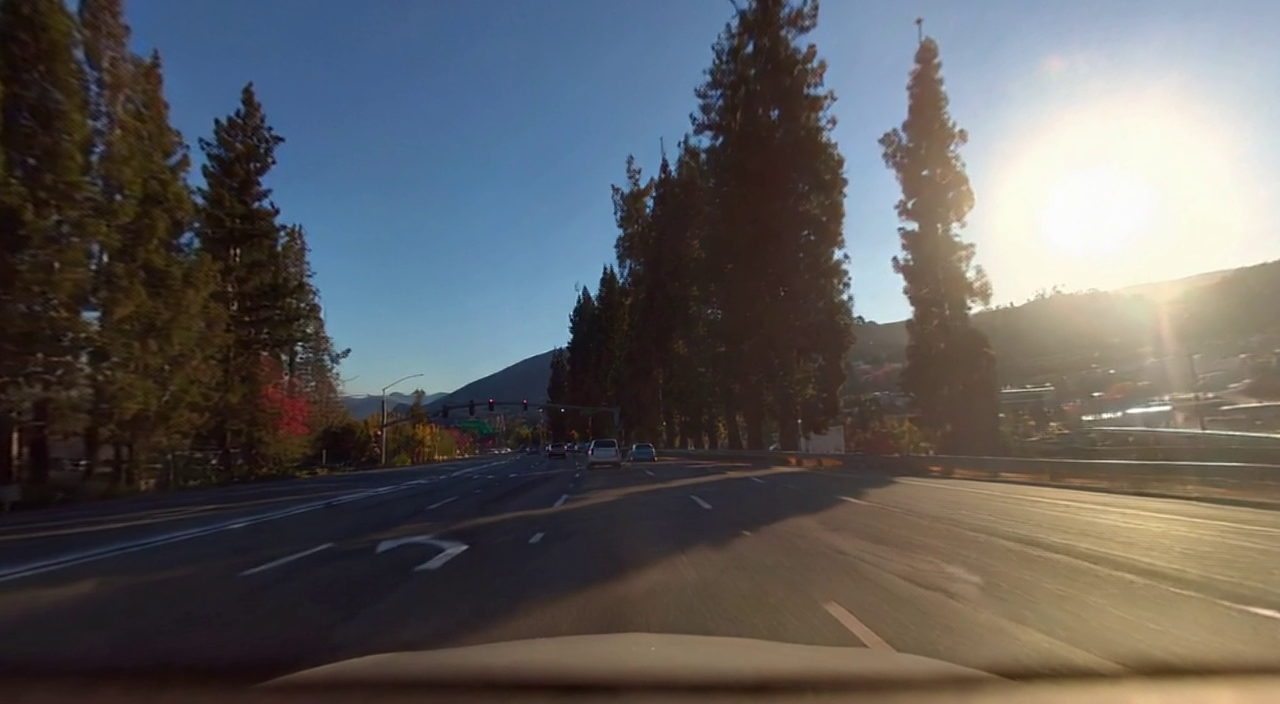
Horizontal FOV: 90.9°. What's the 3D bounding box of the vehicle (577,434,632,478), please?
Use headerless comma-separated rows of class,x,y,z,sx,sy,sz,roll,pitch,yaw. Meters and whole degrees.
vehicle,-1.633,4.524,27.755,2.253,1.756,4.313,1,-8,-5
